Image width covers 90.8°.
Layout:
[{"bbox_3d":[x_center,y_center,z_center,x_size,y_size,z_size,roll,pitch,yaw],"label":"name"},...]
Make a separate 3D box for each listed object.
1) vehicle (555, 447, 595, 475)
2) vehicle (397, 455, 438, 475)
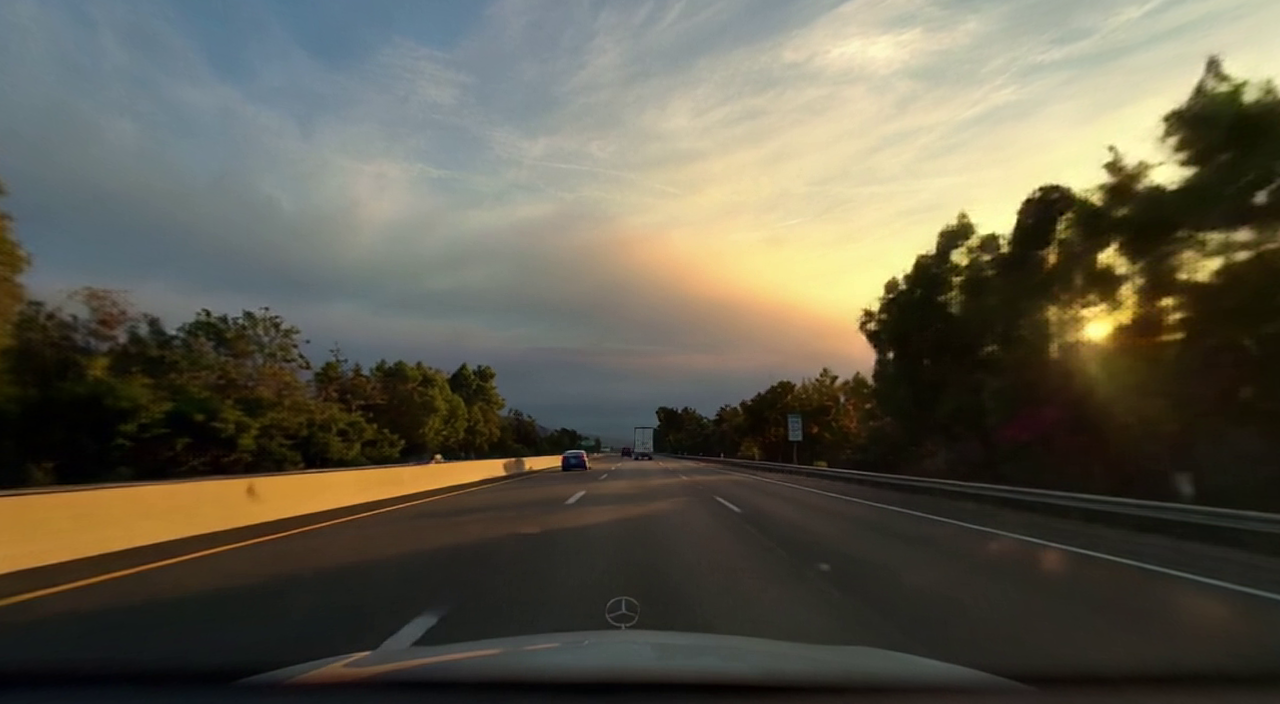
[{"bbox_3d":[-3.785,6.383,37.205,2.018,1.548,3.849,0,-9,-1],"label":"vehicle"},{"bbox_3d":[-16.853,8.576,47.955,1.741,1.423,3.652,-1,-9,1],"label":"vehicle"}]
